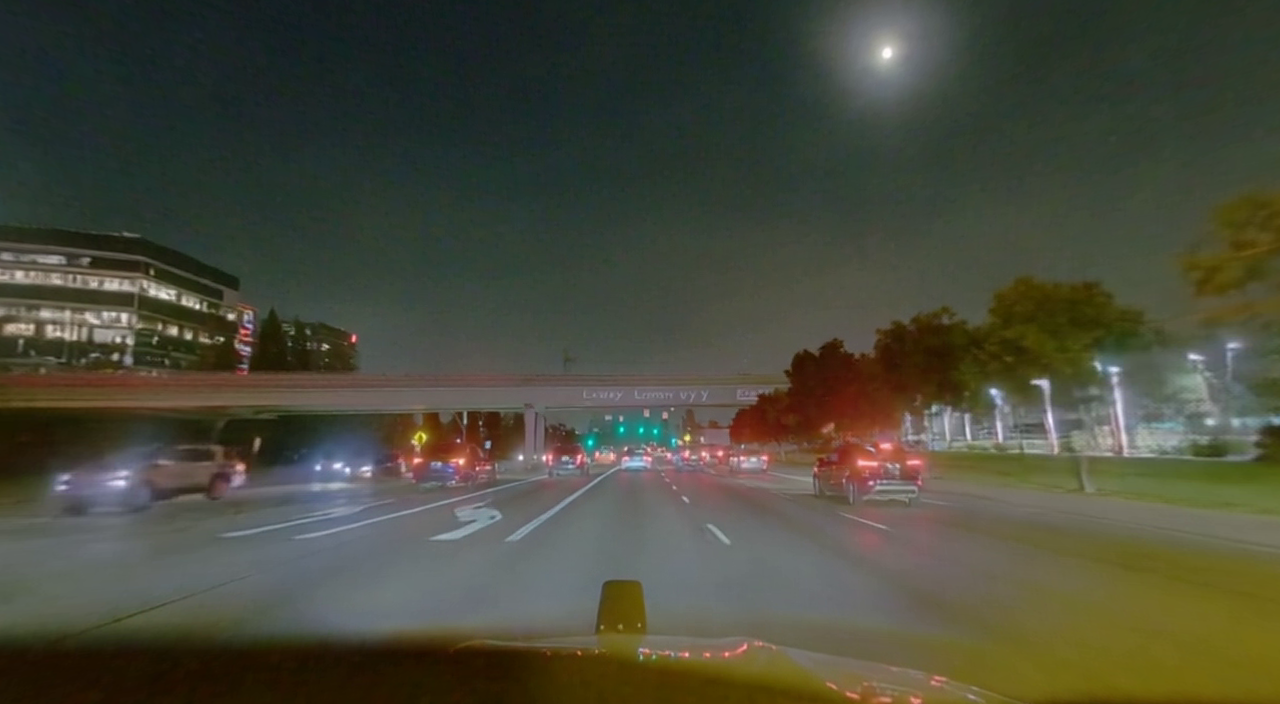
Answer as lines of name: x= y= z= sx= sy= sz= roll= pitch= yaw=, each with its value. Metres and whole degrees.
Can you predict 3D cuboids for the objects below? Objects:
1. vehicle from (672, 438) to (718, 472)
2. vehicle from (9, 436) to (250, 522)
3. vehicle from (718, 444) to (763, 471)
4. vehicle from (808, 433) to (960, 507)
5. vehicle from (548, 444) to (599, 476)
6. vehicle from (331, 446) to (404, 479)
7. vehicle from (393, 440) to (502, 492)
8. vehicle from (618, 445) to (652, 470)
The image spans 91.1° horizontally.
vehicle: x=3.004 y=5.733 z=35.112 sx=2.034 sy=1.762 sz=4.420 roll=0 pitch=-9 yaw=-1
vehicle: x=-11.760 y=2.911 z=15.000 sx=1.993 sy=1.718 sz=4.396 roll=0 pitch=-9 yaw=0
vehicle: x=6.072 y=6.439 z=38.438 sx=1.924 sy=1.527 sz=4.268 roll=0 pitch=-8 yaw=-2
vehicle: x=6.021 y=2.959 z=16.214 sx=2.056 sy=1.624 sz=4.498 roll=0 pitch=-8 yaw=-1
vehicle: x=-3.268 y=5.390 z=31.679 sx=2.041 sy=1.466 sz=4.212 roll=0 pitch=-8 yaw=1
vehicle: x=-15.227 y=6.183 z=35.374 sx=2.015 sy=1.722 sz=4.640 roll=0 pitch=-9 yaw=1
vehicle: x=-6.073 y=3.640 z=20.422 sx=2.070 sy=1.488 sz=4.376 roll=0 pitch=-8 yaw=1
vehicle: x=-0.317 y=6.545 z=39.056 sx=2.026 sy=1.453 sz=3.780 roll=0 pitch=-8 yaw=0
